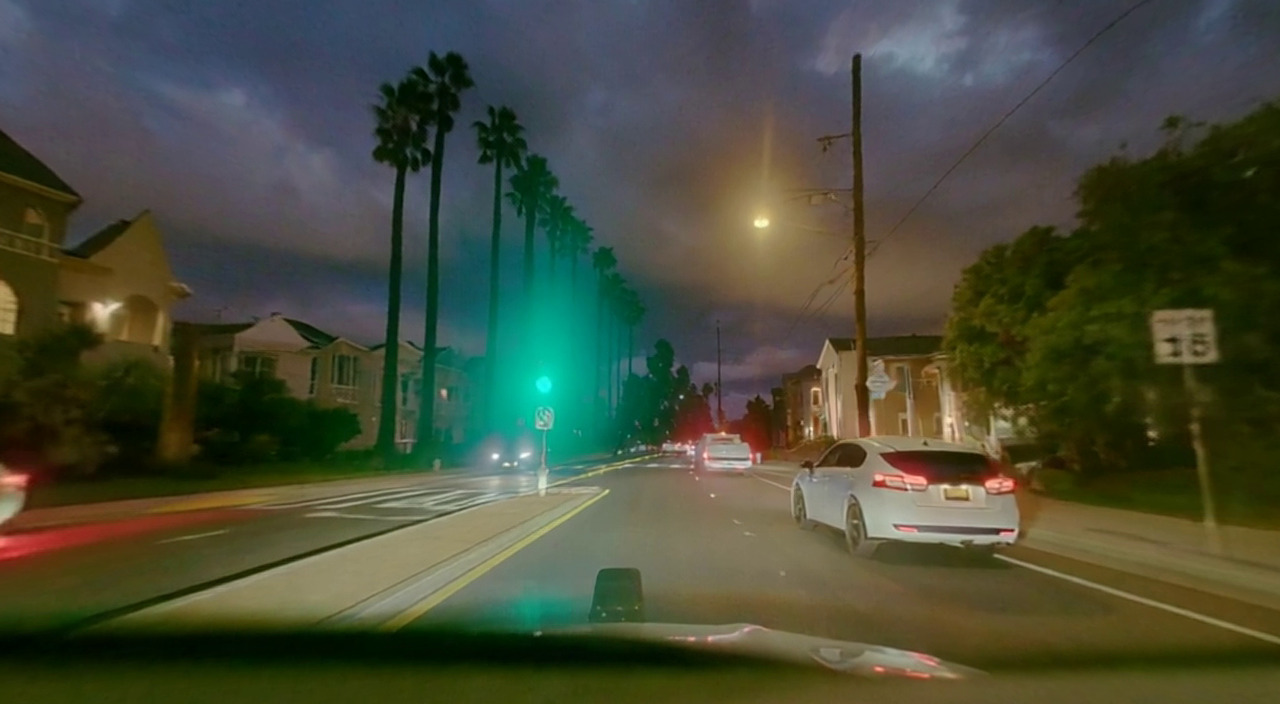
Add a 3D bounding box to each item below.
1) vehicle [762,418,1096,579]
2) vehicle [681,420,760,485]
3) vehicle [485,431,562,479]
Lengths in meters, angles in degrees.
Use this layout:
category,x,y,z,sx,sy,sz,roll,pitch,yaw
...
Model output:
category,x,y,z,sx,sy,sz,roll,pitch,yaw
vehicle,3.315,1.787,8.543,2.096,1.552,4.519,0,-9,-4
vehicle,2.660,3.486,22.030,2.109,2.002,4.424,0,-9,-1
vehicle,-5.213,4.655,28.942,2.069,1.820,4.388,-4,-6,9
